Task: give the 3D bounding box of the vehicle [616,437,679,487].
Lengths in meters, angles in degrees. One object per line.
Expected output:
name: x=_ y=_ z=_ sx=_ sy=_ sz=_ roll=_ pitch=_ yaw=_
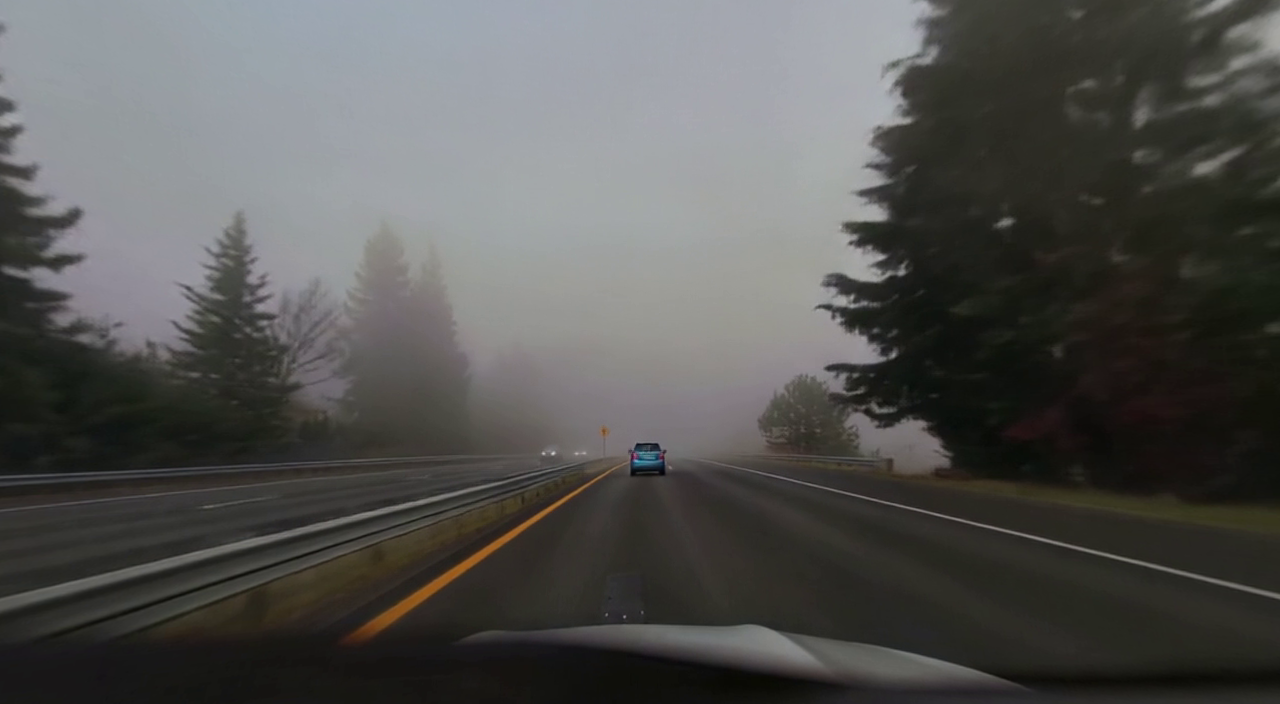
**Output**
vehicle: x=0.271 y=4.164 z=24.011 sx=2.190 sy=1.706 sz=4.062 roll=0 pitch=-9 yaw=0
